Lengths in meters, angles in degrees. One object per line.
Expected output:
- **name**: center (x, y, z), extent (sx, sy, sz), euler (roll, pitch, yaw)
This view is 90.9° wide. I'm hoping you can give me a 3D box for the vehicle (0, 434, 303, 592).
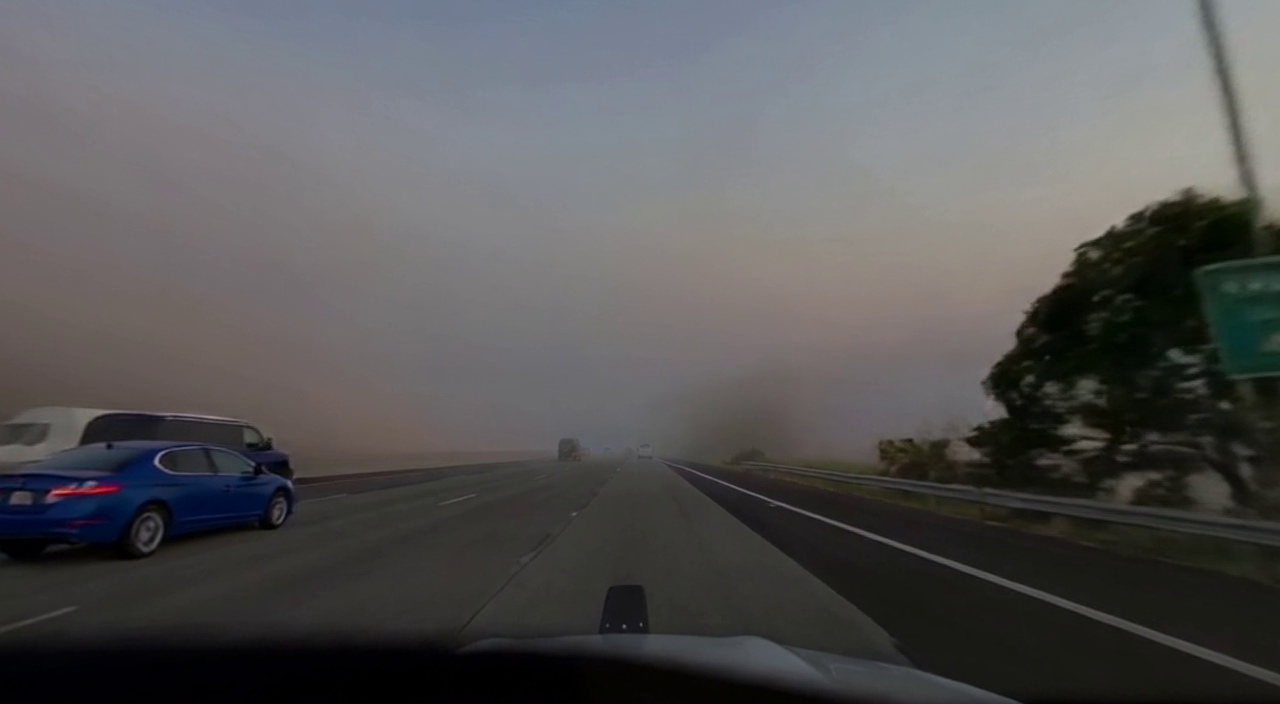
- **vehicle**: center (-6.812, 1.888, 8.415), extent (1.981, 1.486, 4.735), euler (0, -8, 0)
